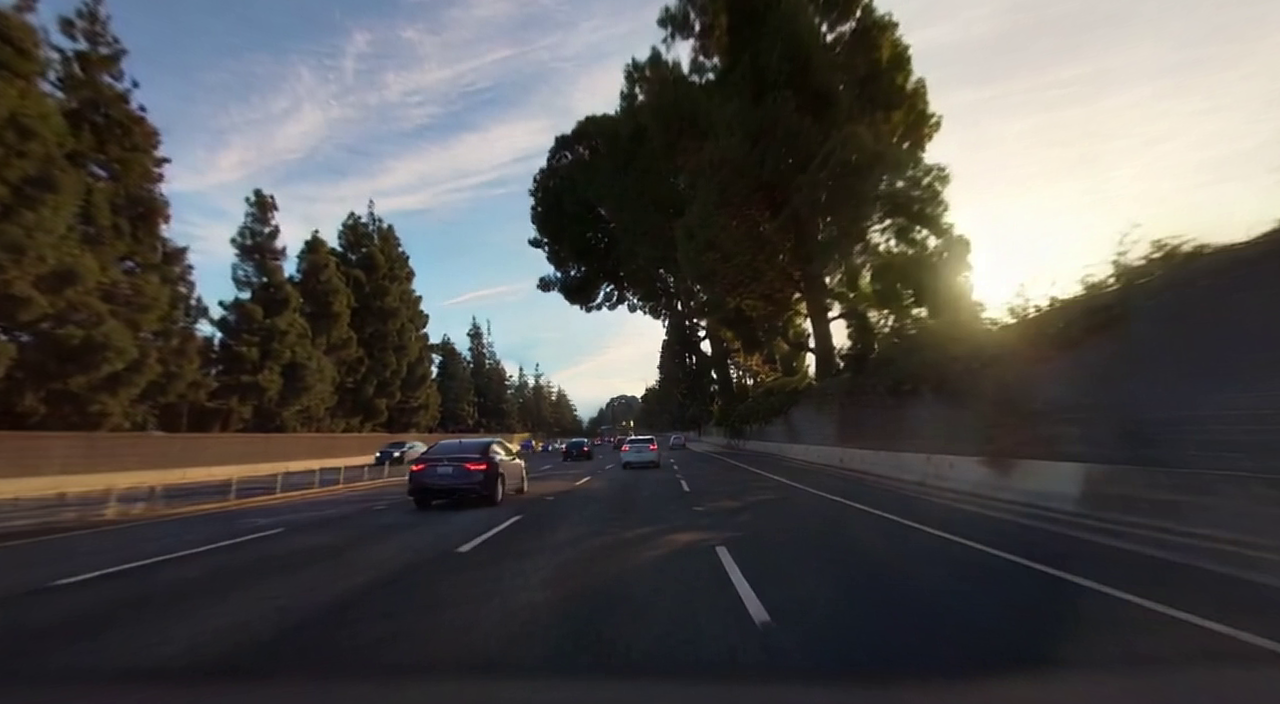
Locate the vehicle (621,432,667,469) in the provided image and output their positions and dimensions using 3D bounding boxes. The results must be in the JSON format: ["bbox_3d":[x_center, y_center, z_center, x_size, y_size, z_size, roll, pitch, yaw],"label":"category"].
[{"bbox_3d":[0.213,4.761,30.744,2.082,1.638,4.644,0,-8,1],"label":"vehicle"}]

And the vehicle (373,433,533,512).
[{"bbox_3d":[-3.899,2.592,14.211,1.981,1.460,4.792,0,-8,2],"label":"vehicle"}]
